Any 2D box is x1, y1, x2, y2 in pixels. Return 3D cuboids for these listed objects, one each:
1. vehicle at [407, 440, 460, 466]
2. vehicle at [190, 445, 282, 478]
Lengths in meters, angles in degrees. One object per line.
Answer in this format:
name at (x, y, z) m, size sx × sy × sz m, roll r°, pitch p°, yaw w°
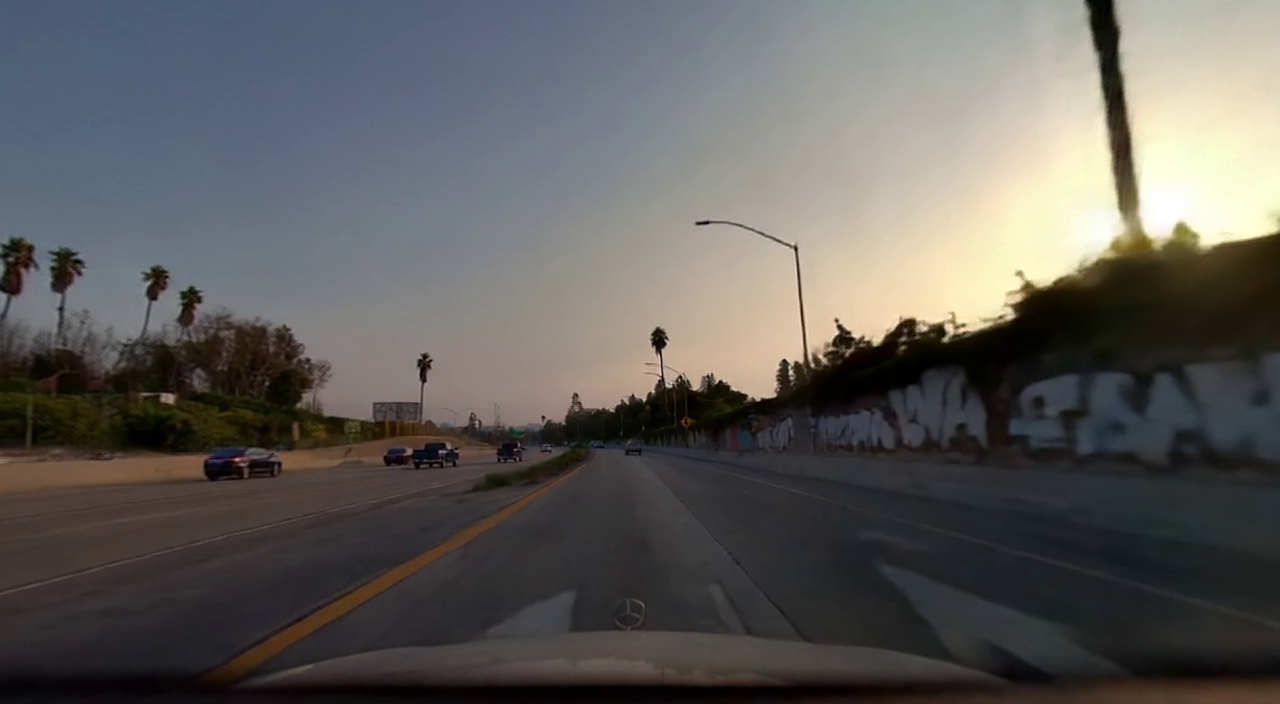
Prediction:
vehicle at (-15.989, 7.835, 49.168) m, size 2.272 × 1.882 × 5.941 m, roll 0°, pitch -9°, yaw -1°
vehicle at (-23.663, 6.392, 37.216) m, size 2.158 × 1.795 × 5.013 m, roll 0°, pitch -8°, yaw -1°
